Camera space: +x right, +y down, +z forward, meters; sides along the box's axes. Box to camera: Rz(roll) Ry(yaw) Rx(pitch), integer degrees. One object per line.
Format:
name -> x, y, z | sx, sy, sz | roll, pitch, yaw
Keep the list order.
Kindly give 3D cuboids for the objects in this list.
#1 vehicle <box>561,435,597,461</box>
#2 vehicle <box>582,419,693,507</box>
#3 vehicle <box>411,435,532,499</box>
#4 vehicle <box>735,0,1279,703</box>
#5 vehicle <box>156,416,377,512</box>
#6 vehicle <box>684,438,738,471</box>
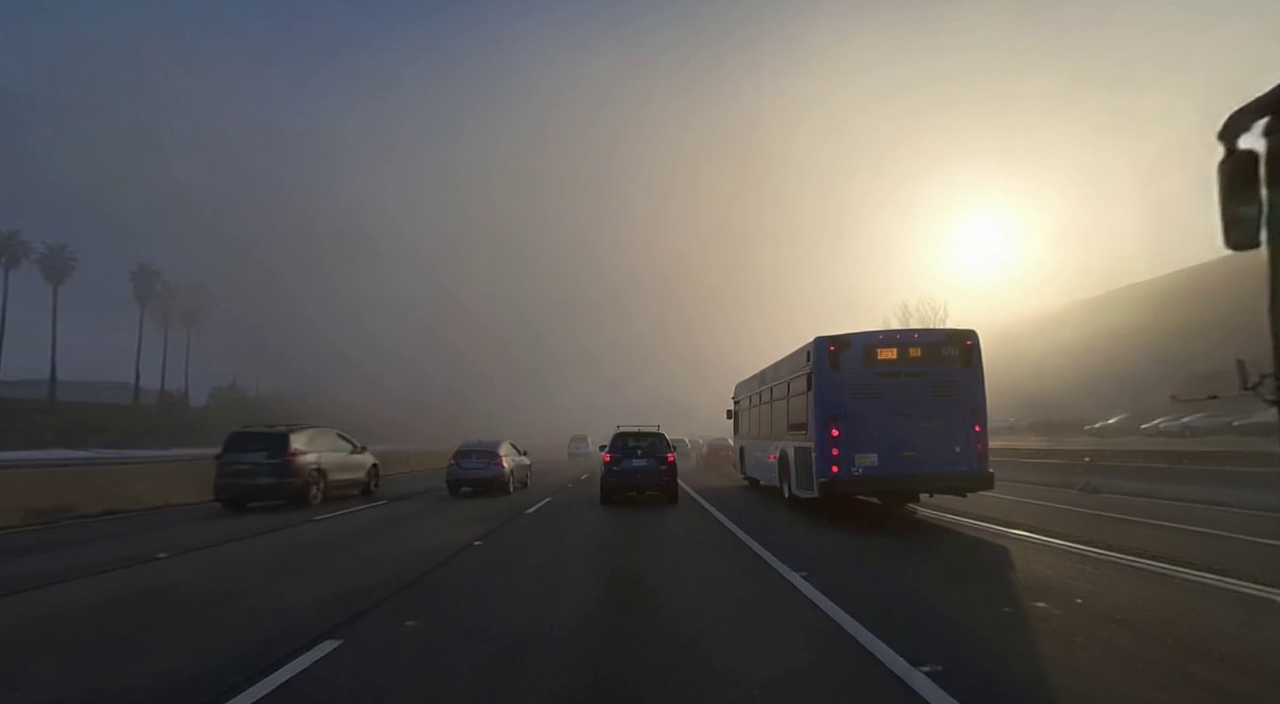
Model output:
vehicle -> -4.416, 7.098, 46.549 | 2.100, 1.765, 4.743 | 0, -9, 1
vehicle -> -0.019, 2.619, 15.138 | 2.268, 1.796, 4.280 | 0, -9, 1
vehicle -> -4.486, 3.149, 17.628 | 2.040, 1.536, 4.680 | 0, -9, 1
vehicle -> 3.969, 0.819, 9.537 | 3.020, 3.622, 14.302 | 0, -9, 1
vehicle -> -7.989, 2.459, 14.194 | 2.066, 1.779, 4.706 | 0, -9, 0
vehicle -> 3.441, 5.095, 31.403 | 2.039, 1.516, 4.521 | 0, -9, -2
